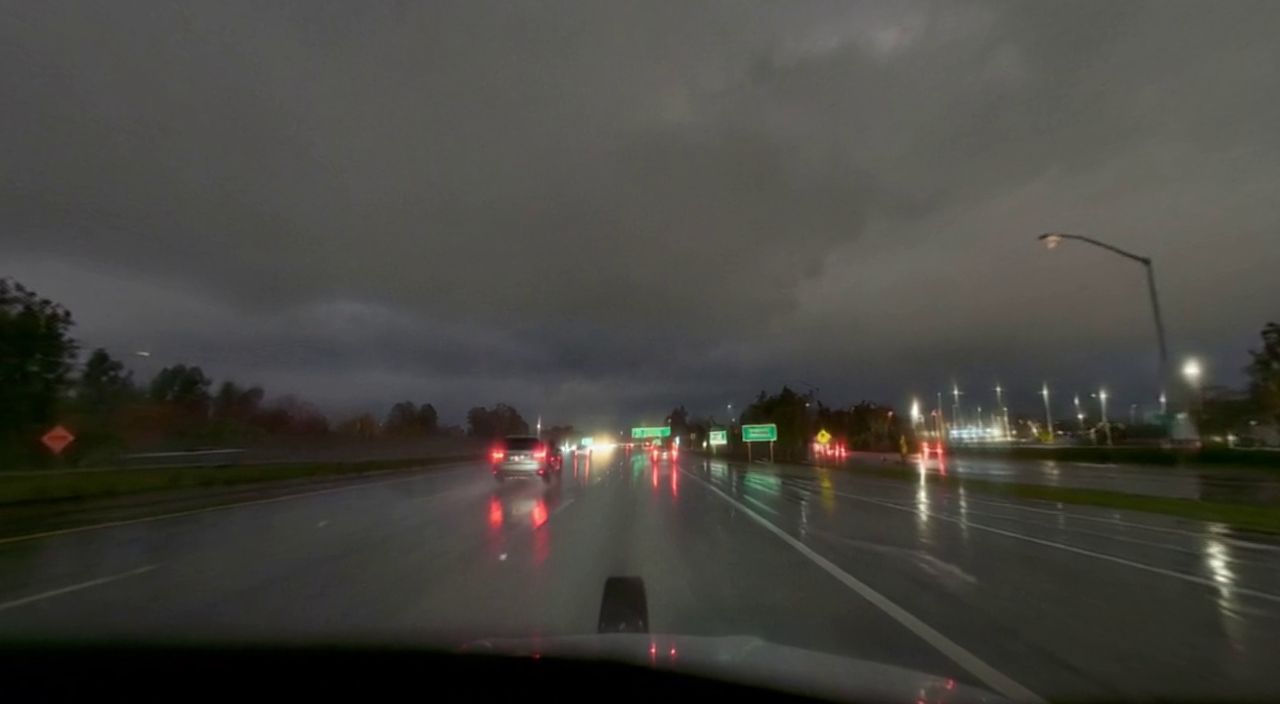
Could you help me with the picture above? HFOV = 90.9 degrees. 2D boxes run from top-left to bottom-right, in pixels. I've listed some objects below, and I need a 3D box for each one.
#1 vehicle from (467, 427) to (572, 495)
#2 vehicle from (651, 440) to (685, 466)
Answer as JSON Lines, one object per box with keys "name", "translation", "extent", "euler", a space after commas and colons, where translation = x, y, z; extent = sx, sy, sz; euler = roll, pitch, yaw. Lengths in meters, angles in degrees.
{"name": "vehicle", "translation": [-3.399, 3.186, 18.789], "extent": [2.214, 1.759, 4.435], "euler": [-1, -8, 1]}
{"name": "vehicle", "translation": [1.768, 6.486, 40.693], "extent": [2.023, 1.589, 4.030], "euler": [-1, -8, 1]}
